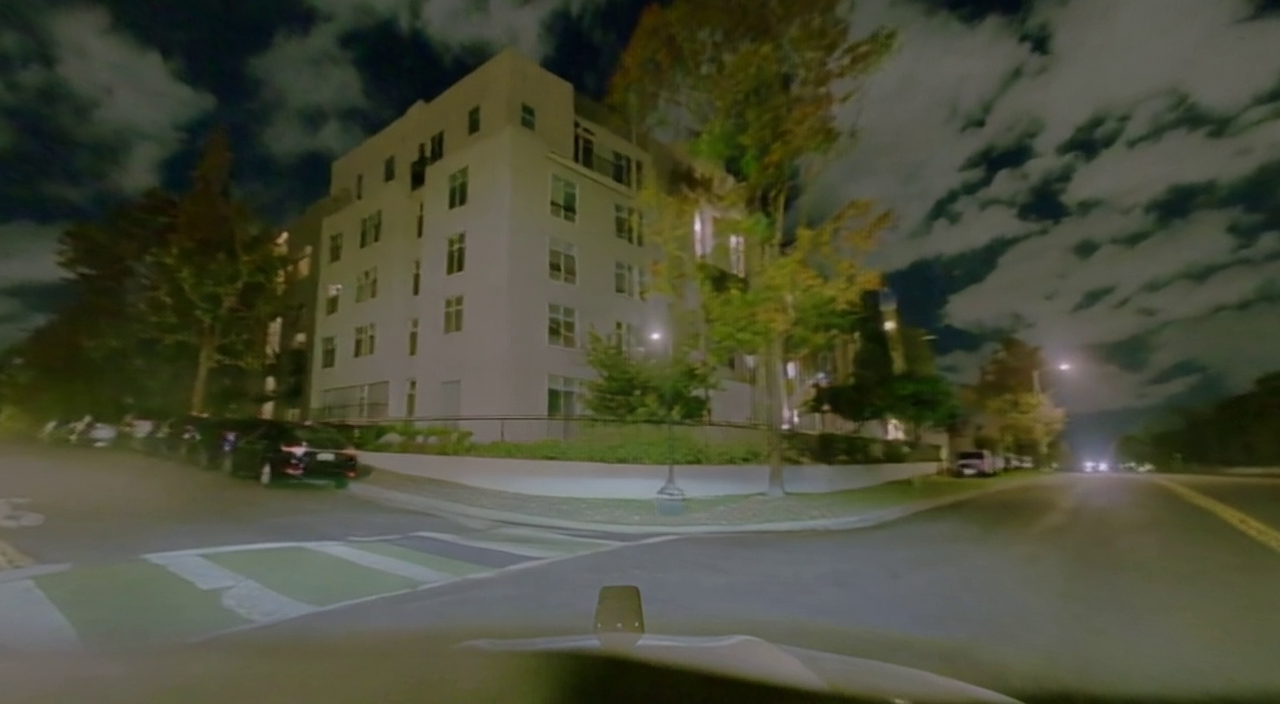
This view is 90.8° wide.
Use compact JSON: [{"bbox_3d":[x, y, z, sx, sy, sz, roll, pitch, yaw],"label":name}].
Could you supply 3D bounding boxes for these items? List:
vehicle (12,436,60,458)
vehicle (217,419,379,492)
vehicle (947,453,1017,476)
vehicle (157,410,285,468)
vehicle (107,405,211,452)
[{"bbox_3d":[-41.160,6.475,43.028,4.047,1.451,1.778,-7,-11,40],"label":"vehicle"},{"bbox_3d":[-7.971,2.360,14.575,4.322,1.436,1.827,-8,-12,41],"label":"vehicle"},{"bbox_3d":[24.812,8.146,45.932,4.115,1.580,1.702,-7,-11,41],"label":"vehicle"},{"bbox_3d":[-12.173,2.536,18.256,4.393,1.478,1.776,-7,-11,39],"label":"vehicle"},{"bbox_3d":[-17.132,2.766,22.419,4.402,1.513,1.879,-7,-11,40],"label":"vehicle"}]
